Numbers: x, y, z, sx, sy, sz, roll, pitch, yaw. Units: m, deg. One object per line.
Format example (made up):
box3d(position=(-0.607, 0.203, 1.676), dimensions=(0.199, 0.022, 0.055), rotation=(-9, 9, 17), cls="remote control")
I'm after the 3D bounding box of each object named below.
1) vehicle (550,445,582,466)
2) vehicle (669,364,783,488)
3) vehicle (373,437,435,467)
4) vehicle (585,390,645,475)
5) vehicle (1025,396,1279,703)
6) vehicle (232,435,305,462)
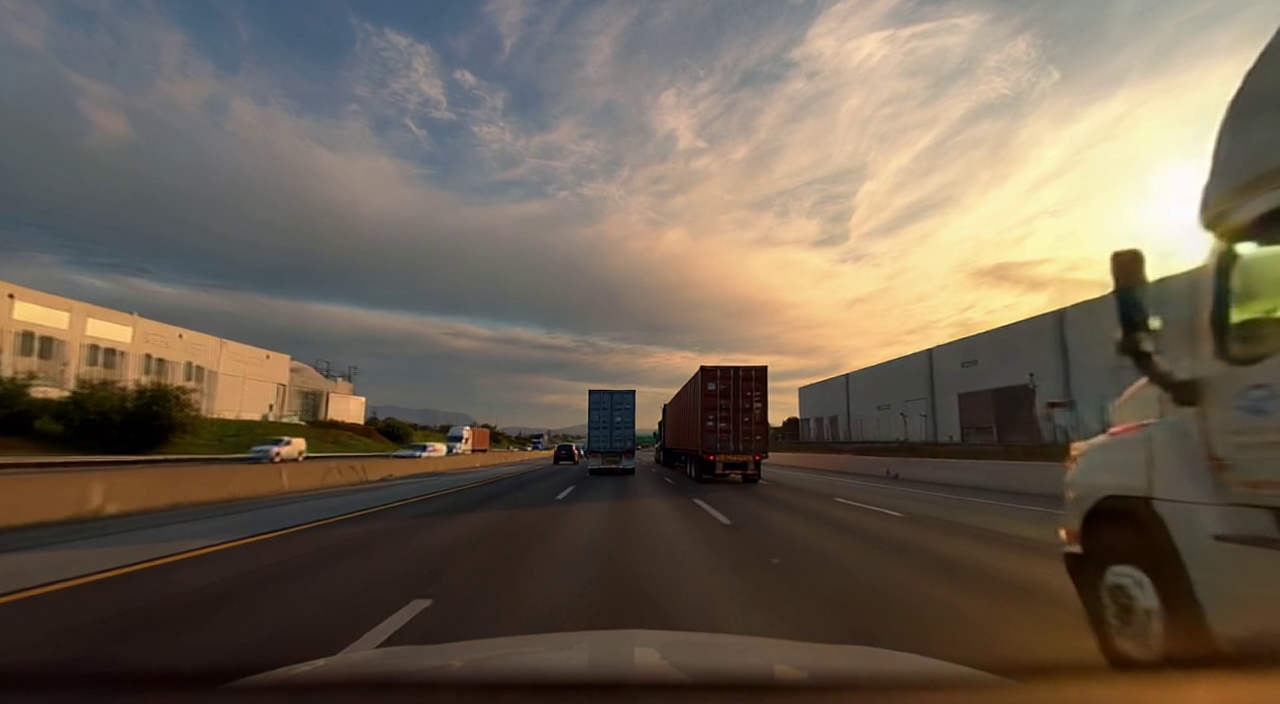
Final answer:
box3d(position=(-5.662, 7.962, 48.880), dimensions=(2.138, 1.478, 4.641), rotation=(0, -8, -3), cls="vehicle")
box3d(position=(3.122, 3.348, 27.216), dimensions=(2.803, 4.072, 12.744), rotation=(0, -8, -1), cls="vehicle")
box3d(position=(-13.483, 5.723, 36.447), dimensions=(1.968, 1.601, 4.575), rotation=(0, -8, -2), cls="vehicle")
box3d(position=(-1.339, 4.727, 36.399), dimensions=(2.841, 4.071, 12.046), rotation=(0, -8, -1), cls="vehicle")
box3d(position=(3.296, 0.778, 1.455), dimensions=(2.073, 1.474, 4.320), rotation=(0, -8, 0), cls="vehicle")
box3d(position=(-28.684, 7.491, 49.125), dimensions=(2.267, 1.933, 5.893), rotation=(0, -8, -3), cls="vehicle")
